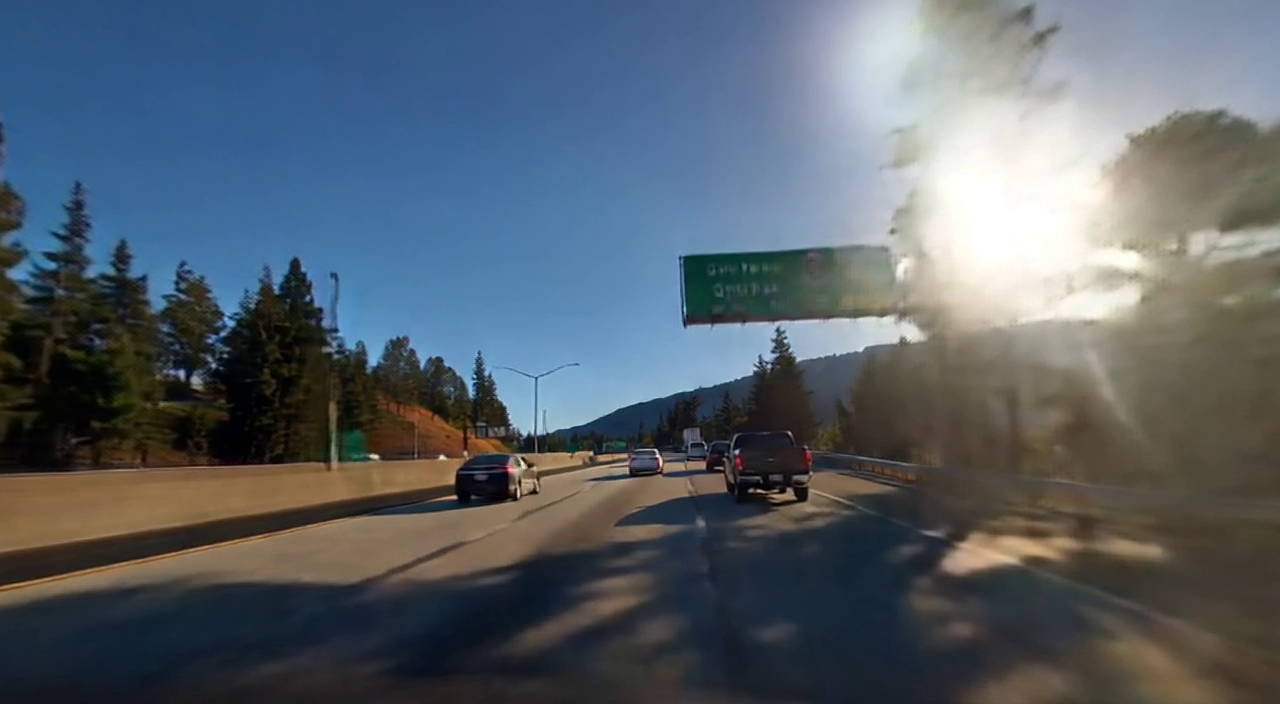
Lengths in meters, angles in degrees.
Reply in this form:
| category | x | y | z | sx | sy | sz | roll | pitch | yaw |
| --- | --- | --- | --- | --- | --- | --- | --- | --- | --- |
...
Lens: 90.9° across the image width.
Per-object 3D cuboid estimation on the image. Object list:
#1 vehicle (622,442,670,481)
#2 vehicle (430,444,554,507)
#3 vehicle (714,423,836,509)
| category | x | y | z | sx | sy | sz | roll | pitch | yaw |
| --- | --- | --- | --- | --- | --- | --- | --- | --- | --- |
| vehicle | 0.337 | 4.894 | 28.533 | 1.959 | 1.604 | 4.065 | -1 | -8 | 3 |
| vehicle | -4.018 | 3.423 | 18.031 | 2.109 | 1.530 | 4.646 | -1 | -9 | 4 |
| vehicle | 3.255 | 2.891 | 16.502 | 2.229 | 1.837 | 5.387 | -1 | -8 | 3 |
